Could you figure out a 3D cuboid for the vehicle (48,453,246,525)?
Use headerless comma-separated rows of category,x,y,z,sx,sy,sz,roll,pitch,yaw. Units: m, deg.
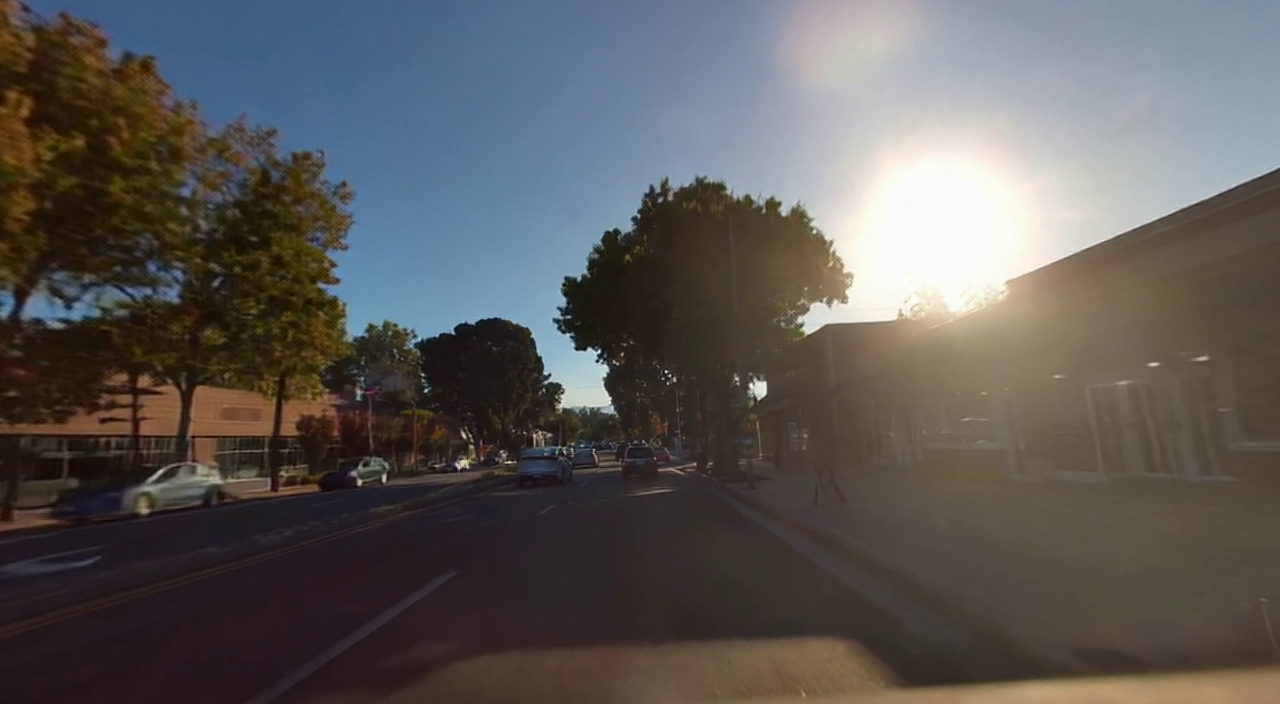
vehicle,-14.452,3.990,18.994,2.050,1.786,4.633,-1,-8,3

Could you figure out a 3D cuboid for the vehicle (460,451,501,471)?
vehicle,-12.489,8.559,49.793,1.909,1.462,4.608,-1,-8,2

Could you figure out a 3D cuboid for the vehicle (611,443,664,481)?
vehicle,-0.198,4.653,27.074,2.085,1.475,3.976,0,-8,-2

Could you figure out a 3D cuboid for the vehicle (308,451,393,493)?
vehicle,-13.431,5.539,29.602,1.936,1.656,4.284,-3,-8,1

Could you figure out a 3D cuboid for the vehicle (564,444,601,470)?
vehicle,-3.539,6.517,39.508,1.887,1.517,4.254,0,-8,1

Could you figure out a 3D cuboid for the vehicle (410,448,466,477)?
vehicle,-13.029,7.136,41.087,1.999,1.755,4.518,-1,-8,3

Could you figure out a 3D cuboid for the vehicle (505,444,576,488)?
vehicle,-3.567,4.136,23.312,1.921,1.477,4.083,0,-8,0
